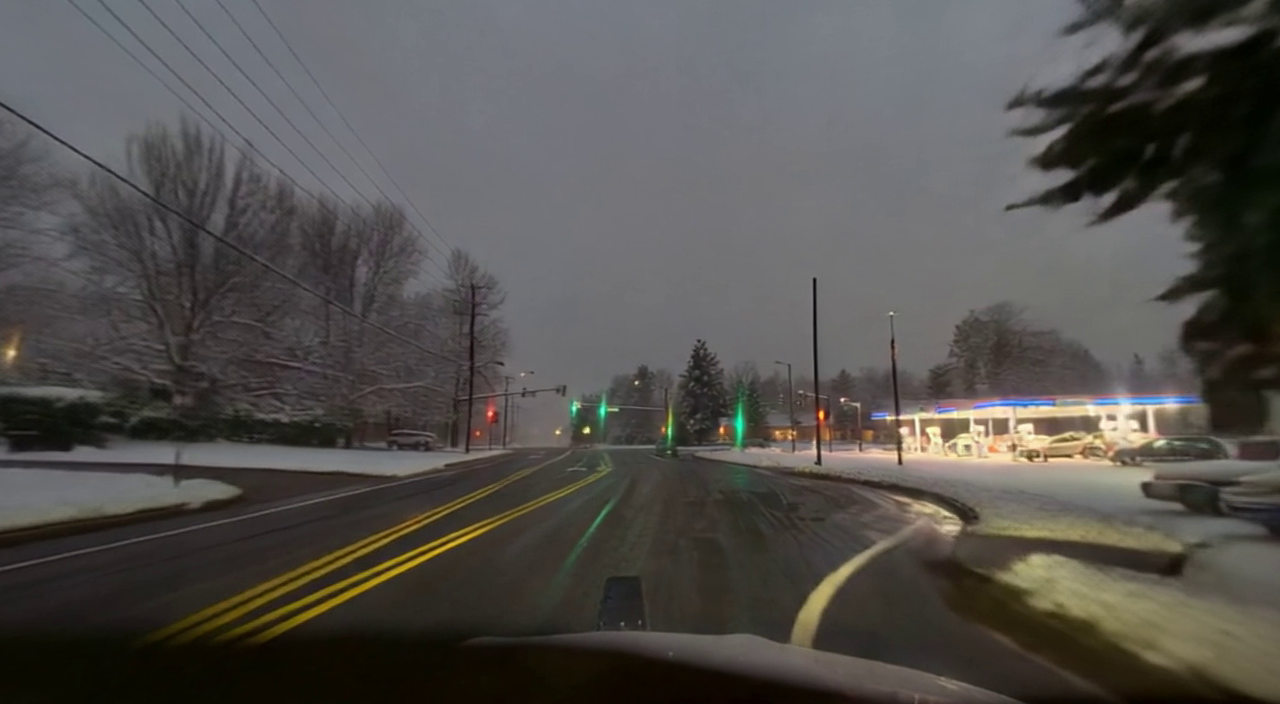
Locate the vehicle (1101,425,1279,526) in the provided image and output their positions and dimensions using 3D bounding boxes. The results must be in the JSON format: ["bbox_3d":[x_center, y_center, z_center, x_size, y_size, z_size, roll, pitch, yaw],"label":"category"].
[{"bbox_3d":[11.093,2.154,11.140,4.311,1.639,1.862,-4,-9,25],"label":"vehicle"}]

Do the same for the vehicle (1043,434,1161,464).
[{"bbox_3d":[23.767,4.994,32.372,4.661,1.476,1.943,1,-8,-5],"label":"vehicle"}]
